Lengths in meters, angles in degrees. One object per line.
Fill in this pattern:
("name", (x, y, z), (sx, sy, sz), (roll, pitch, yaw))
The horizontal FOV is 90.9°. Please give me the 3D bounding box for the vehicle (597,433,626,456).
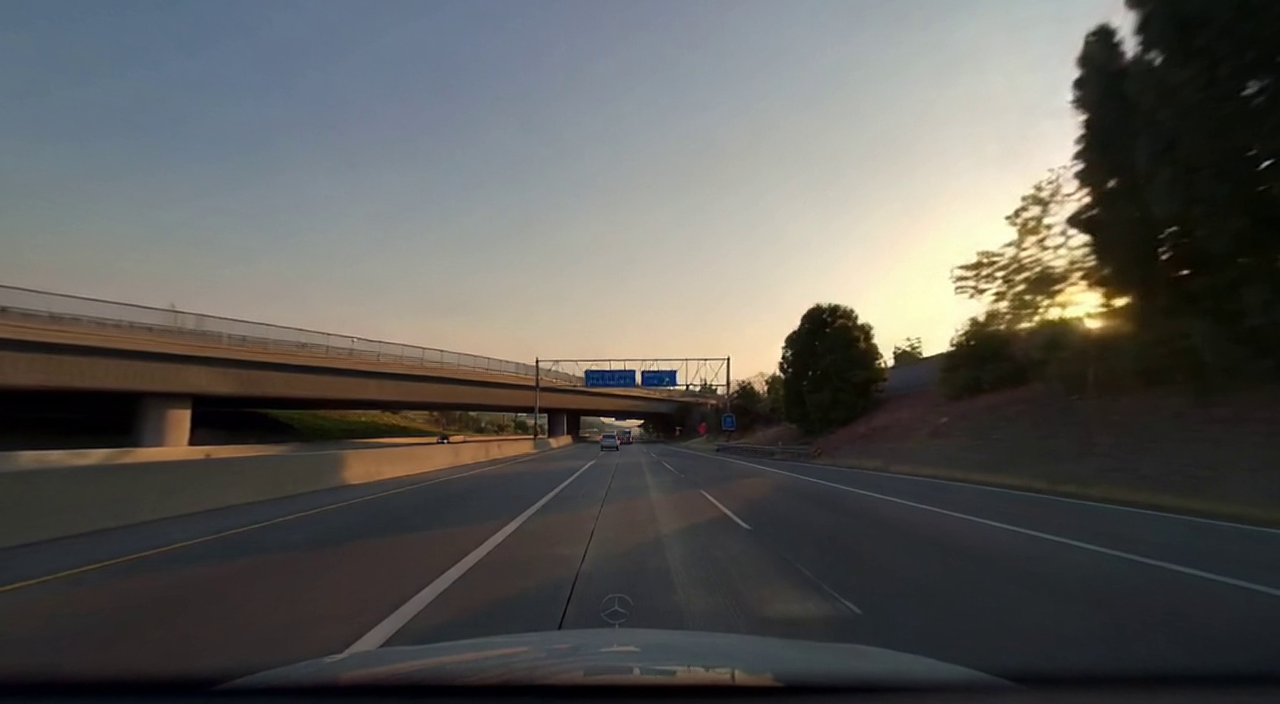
("vehicle", (-2.040, 6.683, 45.660), (1.993, 1.519, 4.046), (0, -8, -2))
